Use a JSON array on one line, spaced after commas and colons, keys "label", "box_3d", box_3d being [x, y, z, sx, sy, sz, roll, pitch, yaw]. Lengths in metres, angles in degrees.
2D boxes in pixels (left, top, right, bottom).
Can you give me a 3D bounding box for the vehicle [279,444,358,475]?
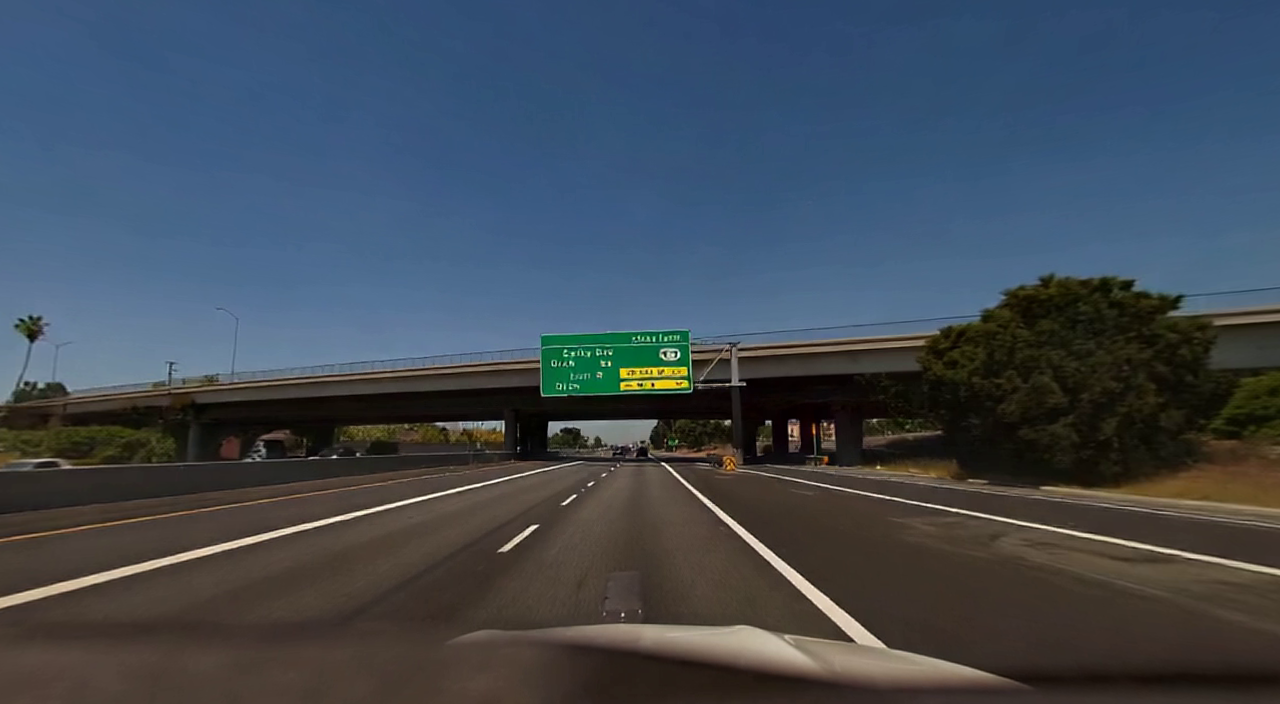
[{"label": "vehicle", "box_3d": [-21.784, 7.295, 43.016, 2.247, 1.915, 5.749, 0, -9, 1]}]
